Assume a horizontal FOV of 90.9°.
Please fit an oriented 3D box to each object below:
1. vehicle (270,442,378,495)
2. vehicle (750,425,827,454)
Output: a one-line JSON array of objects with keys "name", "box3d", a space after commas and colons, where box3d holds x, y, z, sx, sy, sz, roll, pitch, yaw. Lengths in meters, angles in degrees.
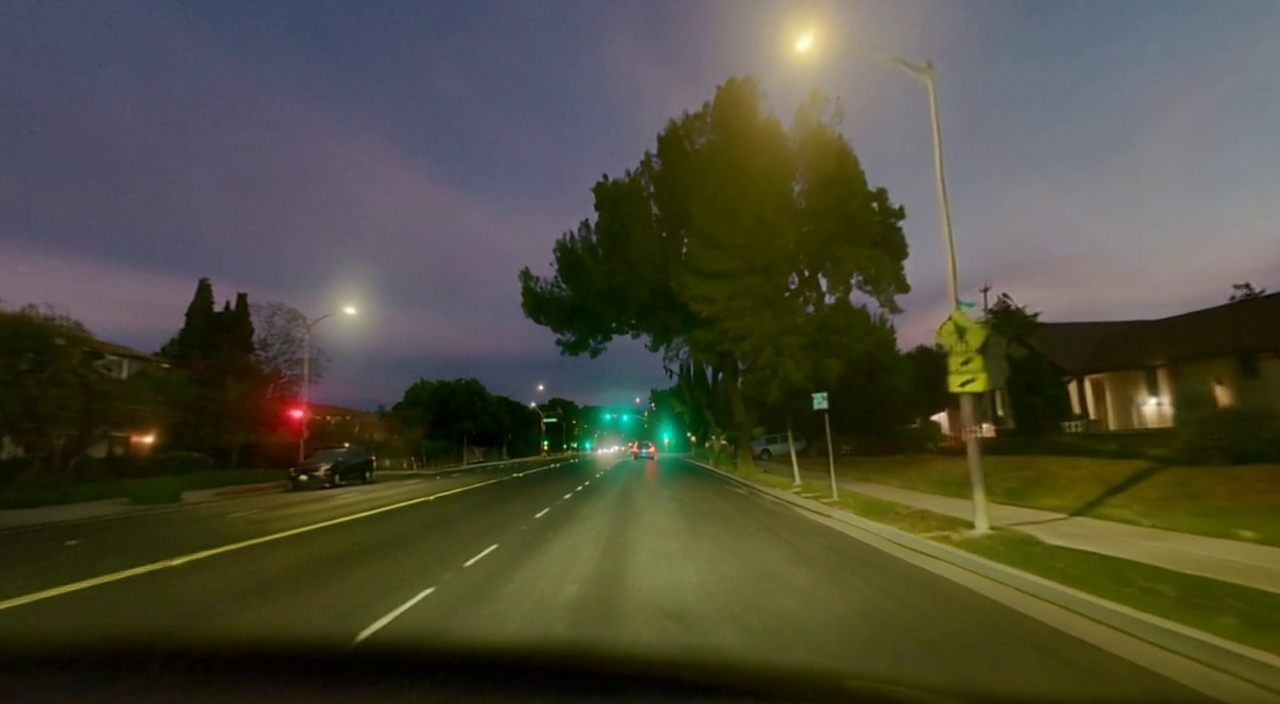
[{"name": "vehicle", "box3d": [-14.195, 5.204, 28.737, 2.337, 1.850, 5.448, -4, -7, -2]}, {"name": "vehicle", "box3d": [10.324, 6.155, 44.111, 4.746, 1.485, 1.916, -6, -8, -1]}]
